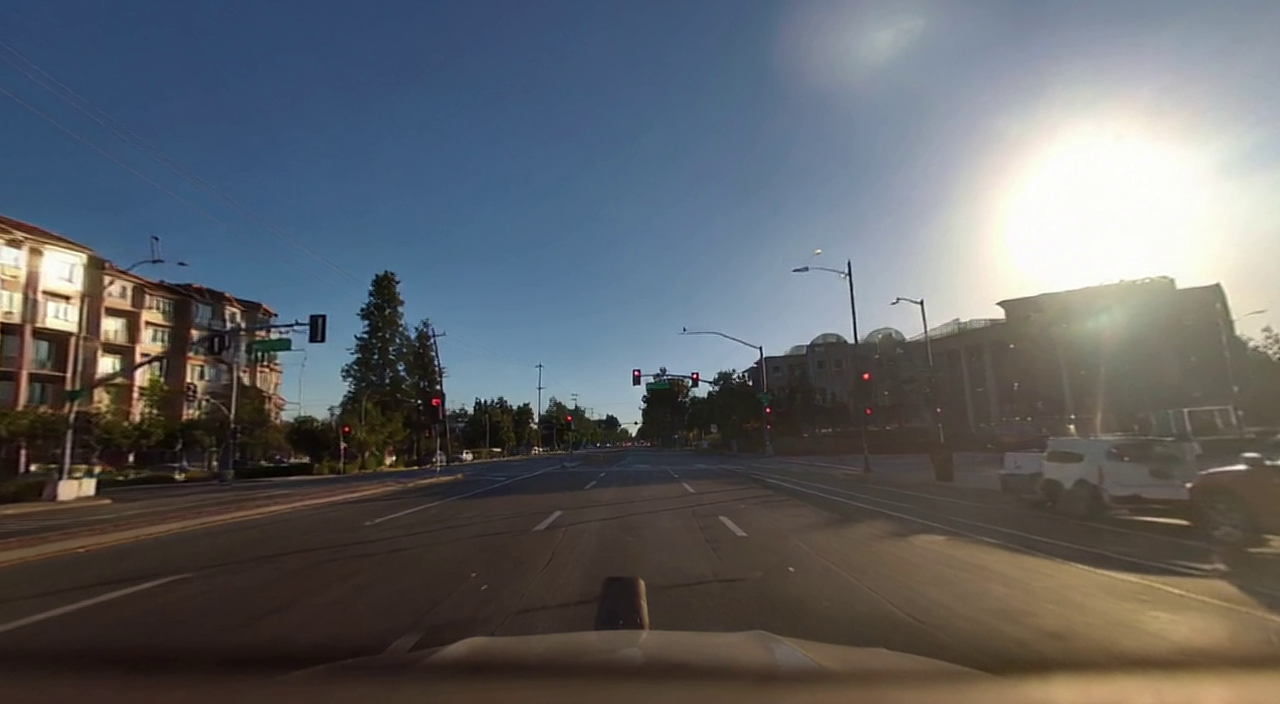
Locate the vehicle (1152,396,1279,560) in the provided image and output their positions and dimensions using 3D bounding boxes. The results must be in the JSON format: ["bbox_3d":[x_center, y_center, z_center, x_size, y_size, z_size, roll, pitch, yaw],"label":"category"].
[{"bbox_3d":[7.932,1.233,5.998,2.063,1.749,4.776,0,-8,0],"label":"vehicle"}]

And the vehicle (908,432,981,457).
[{"bbox_3d":[21.964,6.706,45.673,4.323,1.746,1.872,0,-8,-3],"label":"vehicle"}]

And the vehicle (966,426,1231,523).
[{"bbox_3d":[8.147,2.198,11.828,1.943,1.485,3.984,0,-8,0],"label":"vehicle"}]
